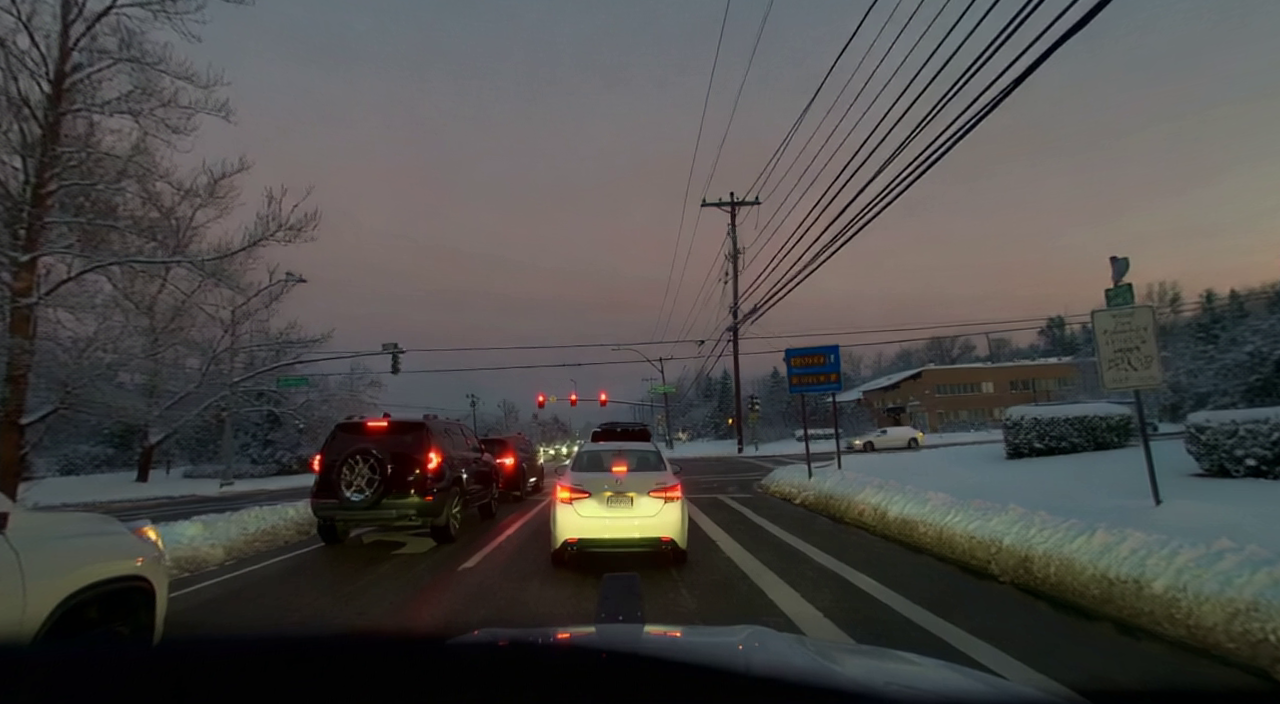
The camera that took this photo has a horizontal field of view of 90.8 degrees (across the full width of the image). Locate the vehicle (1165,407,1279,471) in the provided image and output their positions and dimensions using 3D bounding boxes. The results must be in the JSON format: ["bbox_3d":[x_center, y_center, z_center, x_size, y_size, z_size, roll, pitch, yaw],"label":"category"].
[{"bbox_3d":[17.028,2.534,18.256,1.858,1.622,4.491,-5,-10,28],"label":"vehicle"}]

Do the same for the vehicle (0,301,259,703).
[{"bbox_3d":[-3.594,0.638,1.532,2.085,1.943,5.053,0,-8,1],"label":"vehicle"}]

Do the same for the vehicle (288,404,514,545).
[{"bbox_3d":[-3.841,2.080,11.374,2.147,1.963,4.927,0,-8,0],"label":"vehicle"}]

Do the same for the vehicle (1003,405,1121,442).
[{"bbox_3d":[26.899,4.631,40.497,5.782,2.286,2.223,-1,-9,4],"label":"vehicle"}]

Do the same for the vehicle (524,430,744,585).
[{"bbox_3d":[-0.103,1.800,8.150,2.121,1.474,3.968,0,-8,-1],"label":"vehicle"}]
